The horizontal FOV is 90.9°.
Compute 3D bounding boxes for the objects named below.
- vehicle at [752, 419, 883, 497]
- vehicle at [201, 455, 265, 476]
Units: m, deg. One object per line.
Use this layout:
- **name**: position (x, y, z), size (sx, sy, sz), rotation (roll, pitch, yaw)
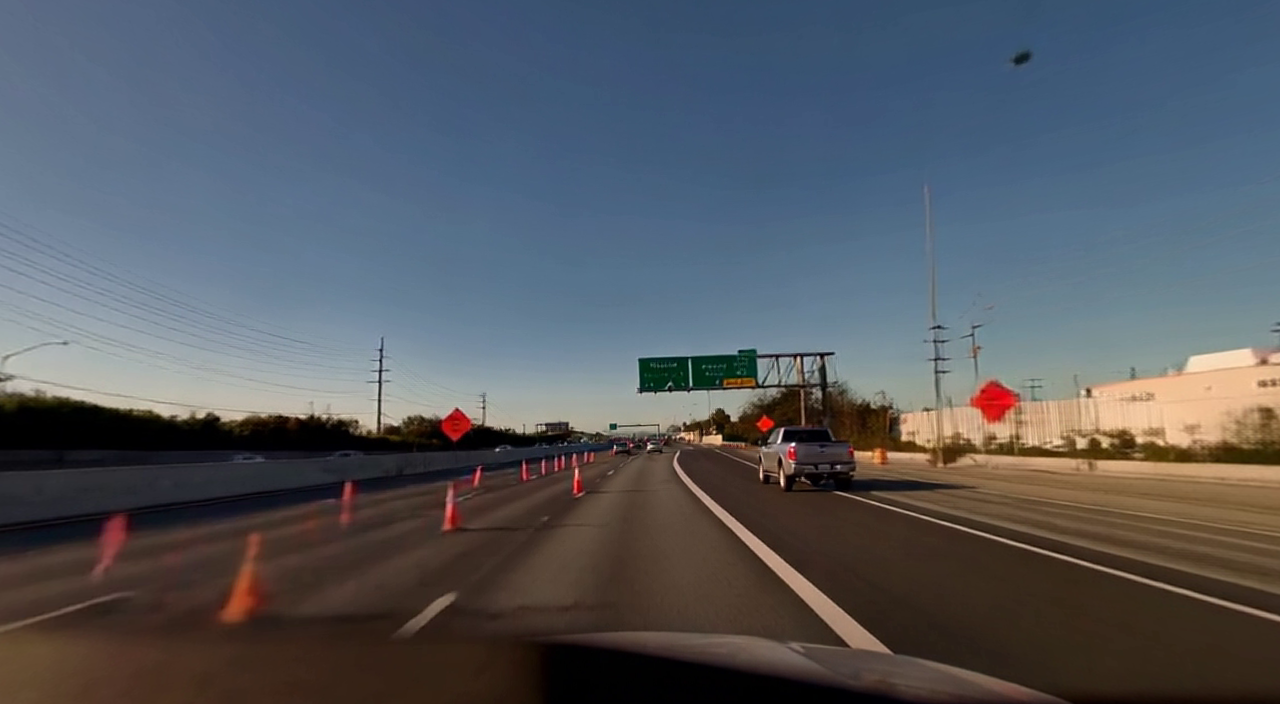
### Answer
- **vehicle**: position (4.685, 2.901, 17.679), size (2.186, 1.840, 5.289), rotation (0, -8, 1)
- **vehicle**: position (-31.807, 8.868, 49.422), size (1.810, 1.430, 4.687), rotation (0, -8, 1)
